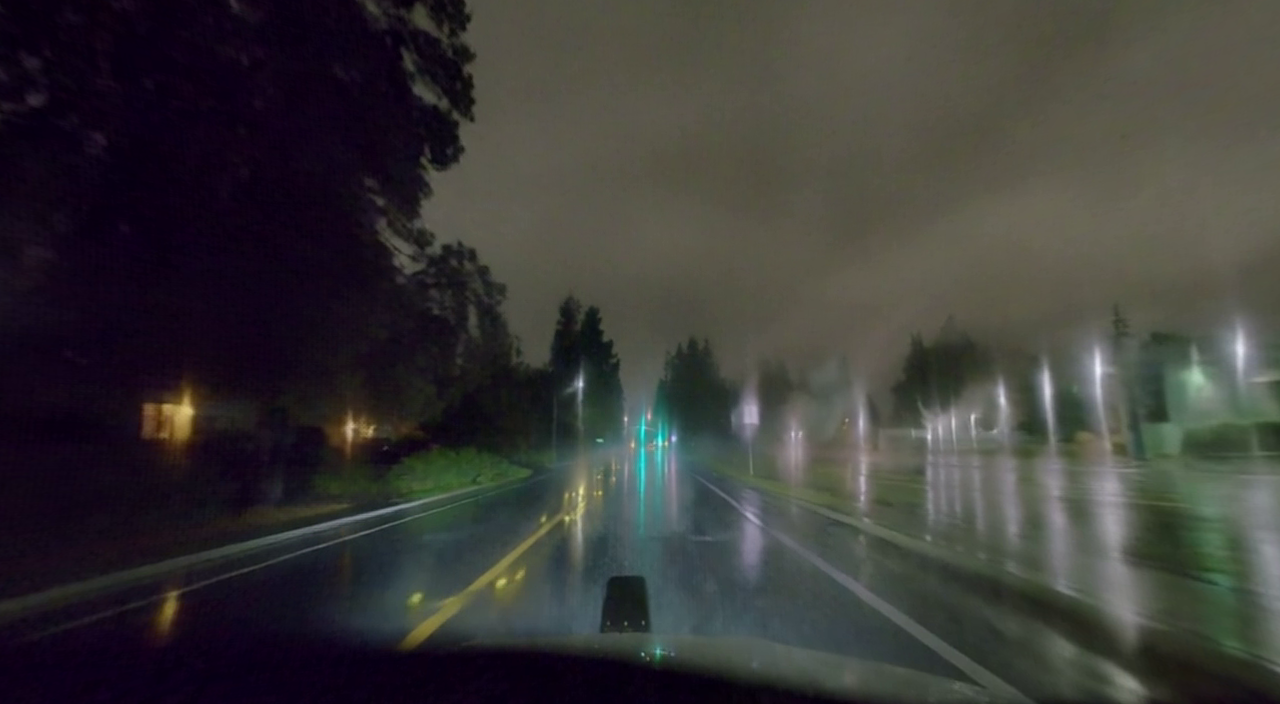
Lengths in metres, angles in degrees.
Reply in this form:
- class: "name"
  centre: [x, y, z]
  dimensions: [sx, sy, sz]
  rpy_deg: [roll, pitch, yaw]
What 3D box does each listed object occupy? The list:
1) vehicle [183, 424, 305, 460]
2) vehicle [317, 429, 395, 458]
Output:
- class: "vehicle"
  centre: [-20.089, 4.608, 32.147]
  dimensions: [4.640, 1.765, 2.242]
  rpy_deg: [1, -9, -3]
- class: "vehicle"
  centre: [-19.917, 6.418, 44.306]
  dimensions: [4.511, 1.876, 2.044]
  rpy_deg: [0, -8, 10]
